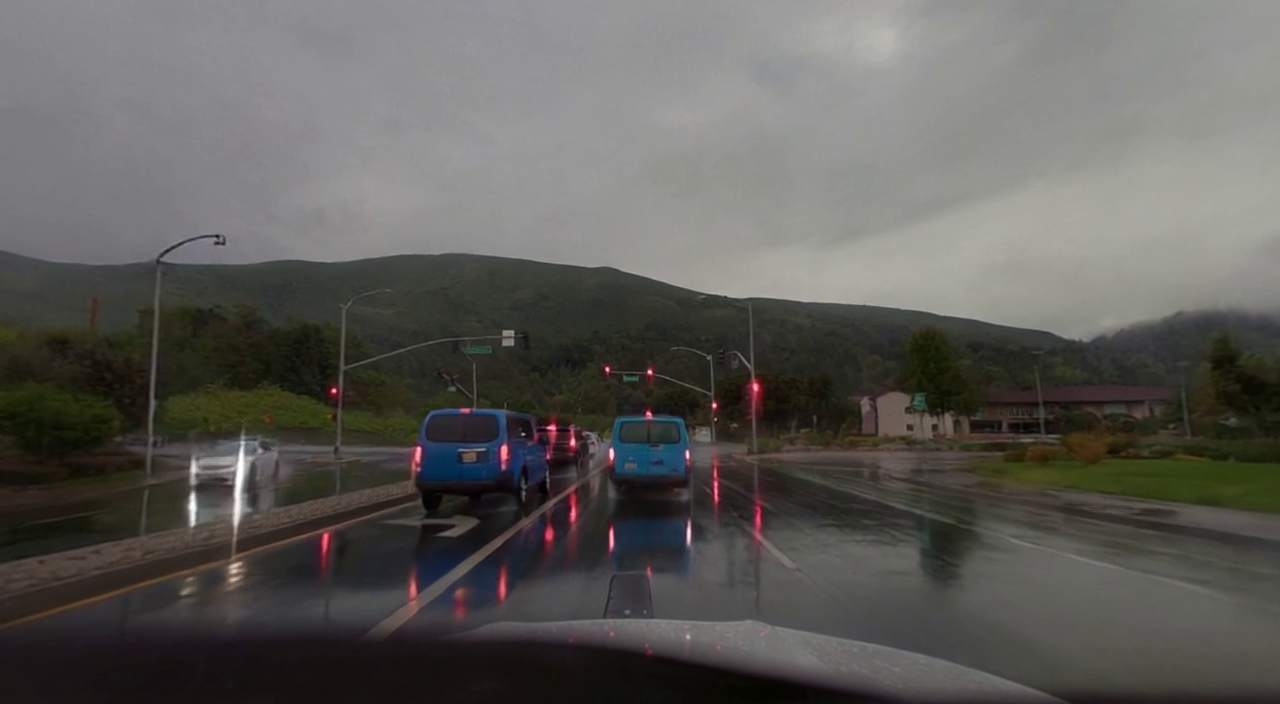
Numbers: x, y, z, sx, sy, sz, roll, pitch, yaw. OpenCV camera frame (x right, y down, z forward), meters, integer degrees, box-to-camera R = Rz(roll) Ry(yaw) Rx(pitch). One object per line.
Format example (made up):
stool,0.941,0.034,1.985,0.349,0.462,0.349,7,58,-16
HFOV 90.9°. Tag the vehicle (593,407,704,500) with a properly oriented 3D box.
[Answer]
vehicle,0.200,2.346,14.757,2.185,1.822,4.391,0,-8,1

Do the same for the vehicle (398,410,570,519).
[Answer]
vehicle,-2.818,2.183,12.666,2.131,1.783,4.540,0,-8,2

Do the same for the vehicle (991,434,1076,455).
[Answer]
vehicle,28.505,6.697,45.753,4.914,1.470,1.803,-1,-8,3

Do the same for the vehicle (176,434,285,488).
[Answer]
vehicle,-14.931,3.961,23.338,2.053,1.754,4.717,2,-9,-17

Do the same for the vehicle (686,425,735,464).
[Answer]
vehicle,3.210,4.299,29.372,1.817,1.662,3.843,0,-8,-1
